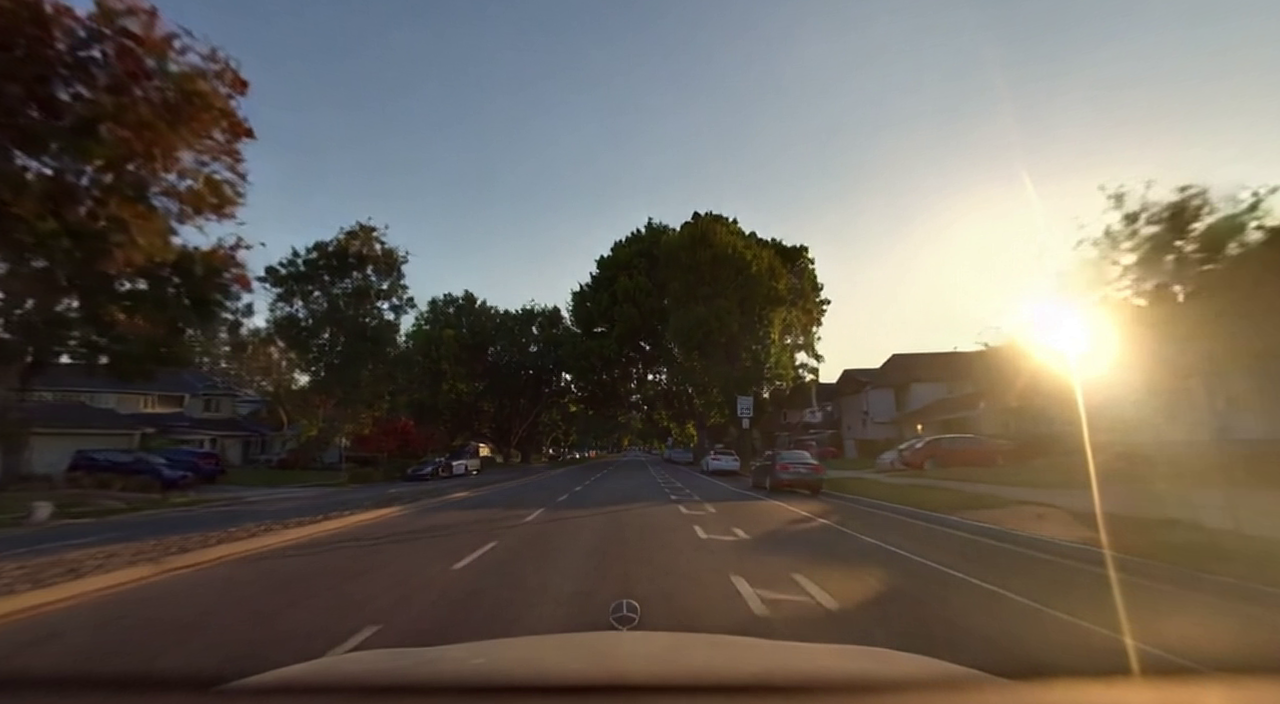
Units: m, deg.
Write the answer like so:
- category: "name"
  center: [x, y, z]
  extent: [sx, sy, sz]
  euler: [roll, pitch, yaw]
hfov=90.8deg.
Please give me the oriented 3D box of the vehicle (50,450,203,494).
- category: "vehicle"
  center: [-21.061, 4.933, 26.083]
  extent: [4.534, 1.536, 1.952]
  euler: [2, -8, 0]

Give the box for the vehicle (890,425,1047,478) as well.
- category: "vehicle"
  center: [12.620, 3.879, 24.529]
  extent: [4.850, 1.610, 1.980]
  euler: [-5, -10, 3]

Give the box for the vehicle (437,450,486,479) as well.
- category: "vehicle"
  center: [-12.848, 8.132, 45.737]
  extent: [2.075, 1.917, 4.984]
  euler: [-1, -10, 0]

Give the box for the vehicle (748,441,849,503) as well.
- category: "vehicle"
  center: [4.665, 3.654, 19.384]
  extent: [1.934, 1.546, 5.009]
  euler: [2, -10, 2]

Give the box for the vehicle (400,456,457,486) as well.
- category: "vehicle"
  center: [-12.876, 7.228, 38.752]
  extent: [1.925, 1.498, 4.850]
  euler: [-4, -8, -1]

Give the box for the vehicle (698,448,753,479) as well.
- category: "vehicle"
  center: [4.485, 5.940, 33.954]
  extent: [2.035, 1.498, 4.910]
  euler: [0, -9, -3]
